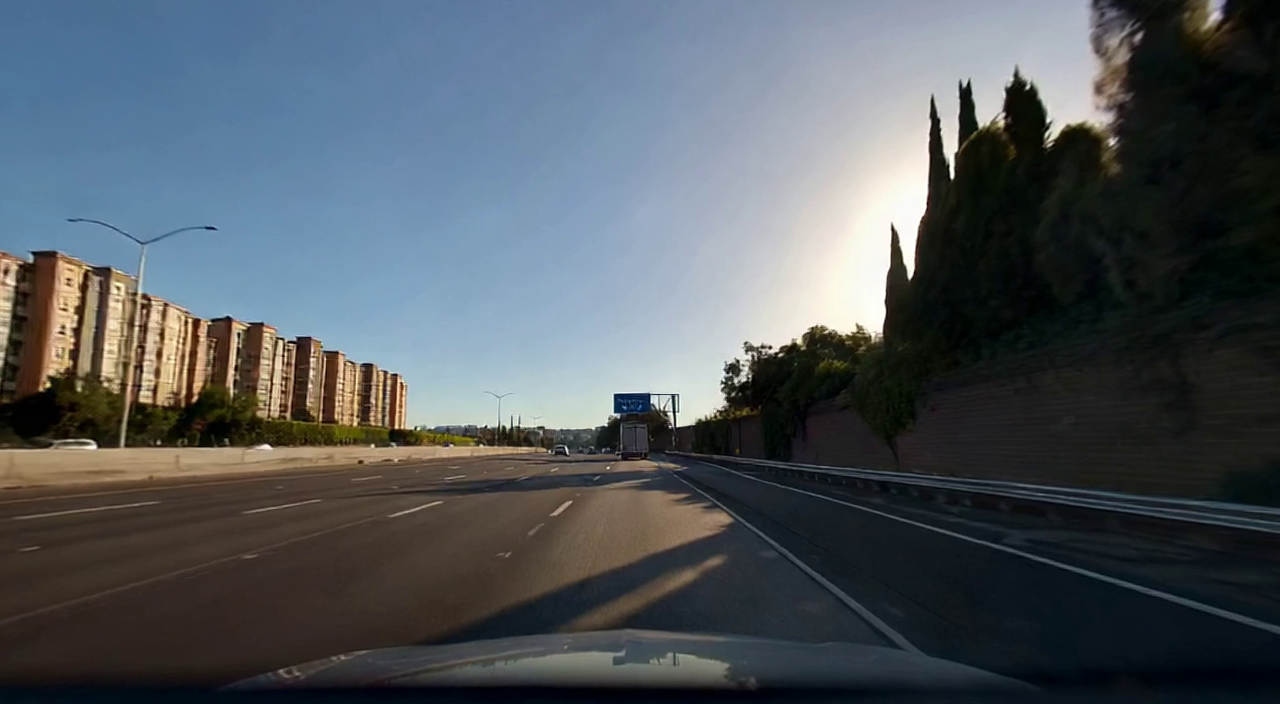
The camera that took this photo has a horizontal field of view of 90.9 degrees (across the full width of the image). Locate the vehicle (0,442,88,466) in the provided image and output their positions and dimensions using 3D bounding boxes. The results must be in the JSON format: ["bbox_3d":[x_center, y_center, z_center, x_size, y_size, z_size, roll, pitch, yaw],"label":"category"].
[{"bbox_3d":[-37.172,6.355,39.388,1.755,1.446,3.906,-1,-9,1],"label":"vehicle"}]
